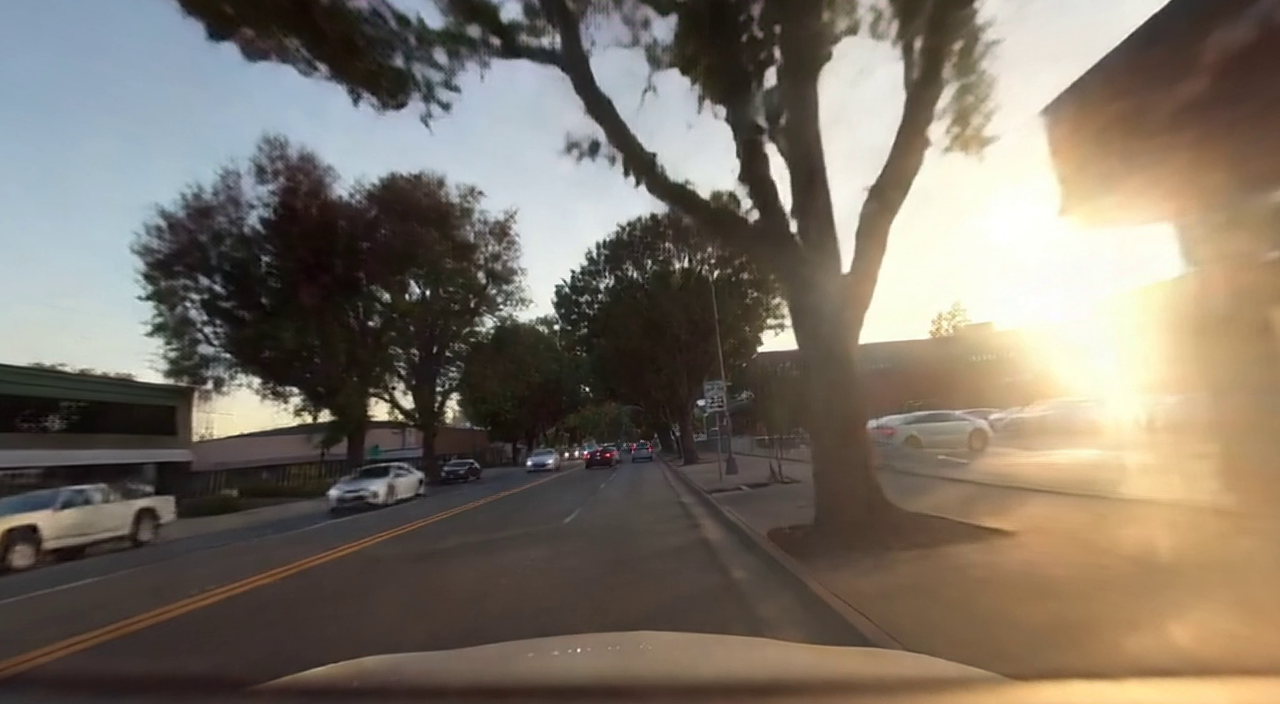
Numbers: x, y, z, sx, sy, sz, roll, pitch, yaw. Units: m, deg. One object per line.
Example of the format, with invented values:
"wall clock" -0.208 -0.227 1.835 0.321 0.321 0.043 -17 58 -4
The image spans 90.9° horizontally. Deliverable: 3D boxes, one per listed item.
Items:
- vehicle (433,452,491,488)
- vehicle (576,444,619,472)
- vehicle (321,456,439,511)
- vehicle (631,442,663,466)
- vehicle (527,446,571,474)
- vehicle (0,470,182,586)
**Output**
"vehicle" -10.889 7.211 38.930 1.978 1.640 4.695 -9 -8 1
"vehicle" -2.315 5.933 35.460 2.099 1.424 4.609 0 -8 0
"vehicle" -8.447 4.285 20.979 1.952 1.540 4.413 0 -8 1
"vehicle" 0.448 6.690 41.518 2.020 1.478 3.922 0 -8 0
"vehicle" -5.552 6.654 39.085 2.045 1.619 3.973 -1 -8 2
"vehicle" -11.379 3.206 11.988 1.925 1.709 4.426 -1 -8 1
